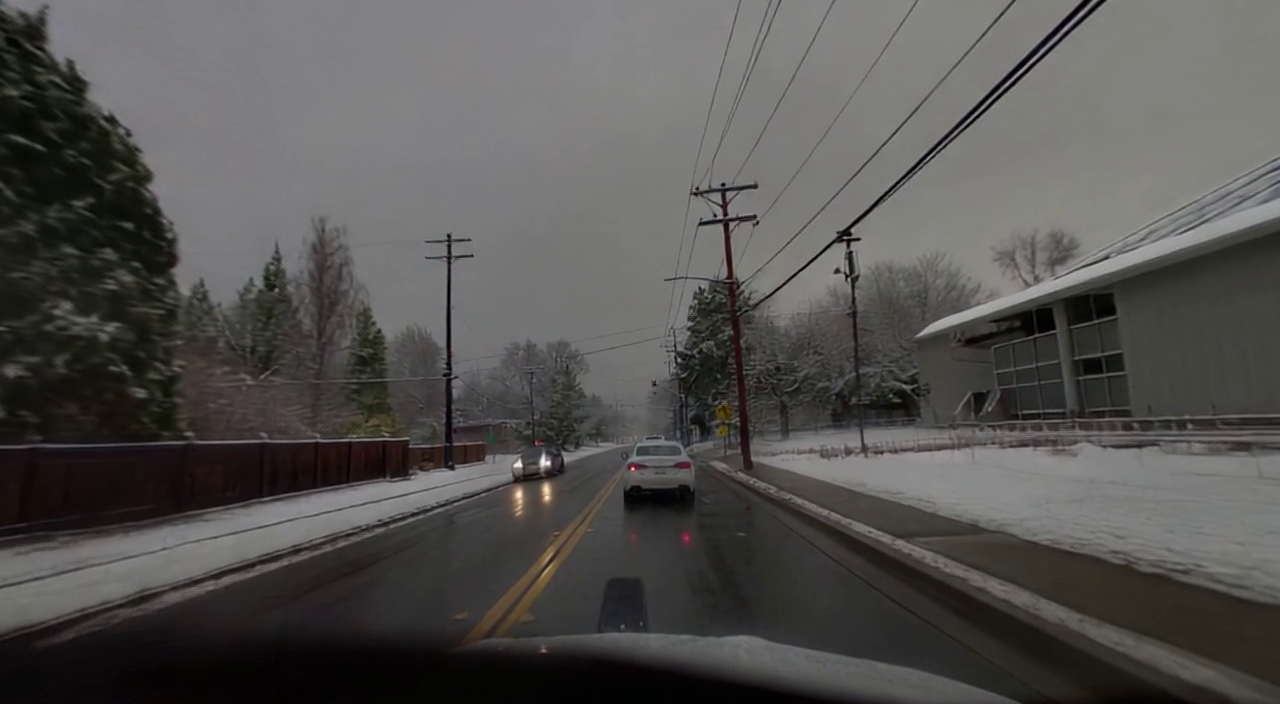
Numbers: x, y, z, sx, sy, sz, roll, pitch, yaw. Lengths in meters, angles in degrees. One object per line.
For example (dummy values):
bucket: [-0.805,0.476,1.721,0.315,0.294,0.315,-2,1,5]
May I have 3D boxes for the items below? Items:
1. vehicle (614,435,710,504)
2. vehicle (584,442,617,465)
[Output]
vehicle: [0.492,2.830,15.667,2.060,1.487,3.920,0,-8,1]
vehicle: [-2.972,7.711,48.169,2.086,1.536,4.294,-5,-8,0]
